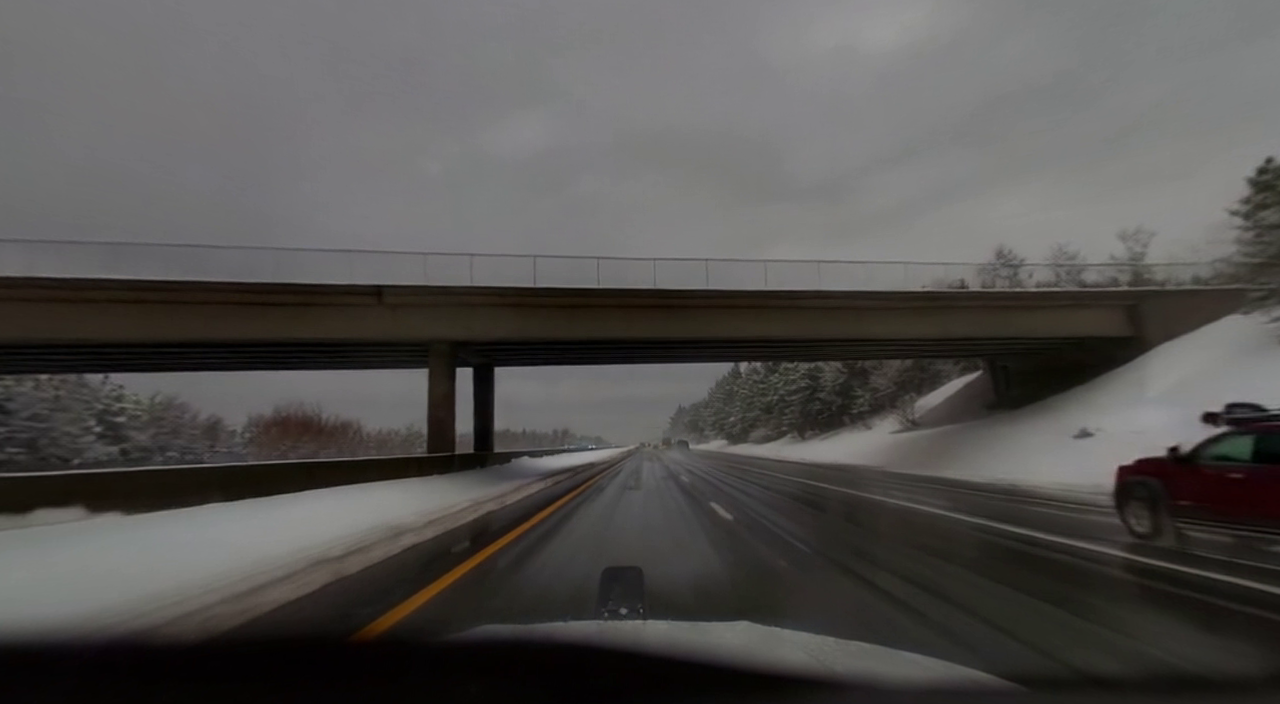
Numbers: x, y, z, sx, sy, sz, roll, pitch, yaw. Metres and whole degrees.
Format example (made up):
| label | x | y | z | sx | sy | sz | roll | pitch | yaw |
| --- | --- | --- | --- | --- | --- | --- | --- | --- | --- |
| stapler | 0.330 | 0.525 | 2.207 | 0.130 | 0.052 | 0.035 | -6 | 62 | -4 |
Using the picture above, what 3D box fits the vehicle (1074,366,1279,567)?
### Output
| label | x | y | z | sx | sy | sz | roll | pitch | yaw |
| --- | --- | --- | --- | --- | --- | --- | --- | --- | --- |
| vehicle | 7.729 | 1.197 | 6.601 | 2.362 | 2.037 | 5.409 | 0 | -9 | -1 |
